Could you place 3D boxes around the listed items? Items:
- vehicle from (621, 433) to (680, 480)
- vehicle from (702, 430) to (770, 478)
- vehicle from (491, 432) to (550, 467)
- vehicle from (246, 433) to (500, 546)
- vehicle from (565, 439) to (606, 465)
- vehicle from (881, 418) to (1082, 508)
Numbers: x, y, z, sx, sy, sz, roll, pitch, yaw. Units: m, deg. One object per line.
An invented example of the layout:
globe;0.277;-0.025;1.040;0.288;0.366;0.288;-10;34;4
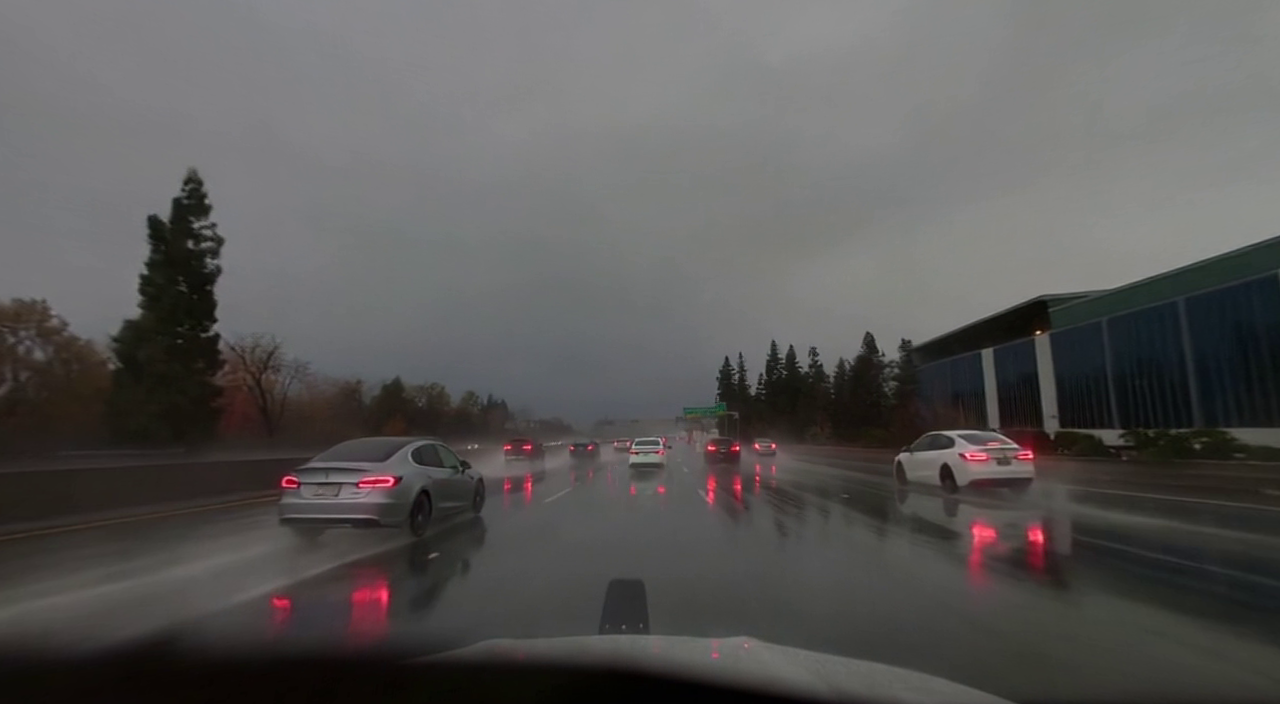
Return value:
vehicle;0.433;4.028;24.511;2.102;1.624;4.257;-1;-8;2
vehicle;3.738;4.064;25.337;2.114;1.715;4.136;-1;-8;1
vehicle;-6.905;5.709;37.059;2.187;1.851;5.085;-1;-8;3
vehicle;-4.088;2.173;10.767;2.116;1.473;4.644;-1;-8;3
vehicle;-3.214;5.996;37.910;1.886;1.455;4.148;-1;-8;3
vehicle;7.625;2.527;14.845;1.960;1.726;5.016;-1;-8;1
